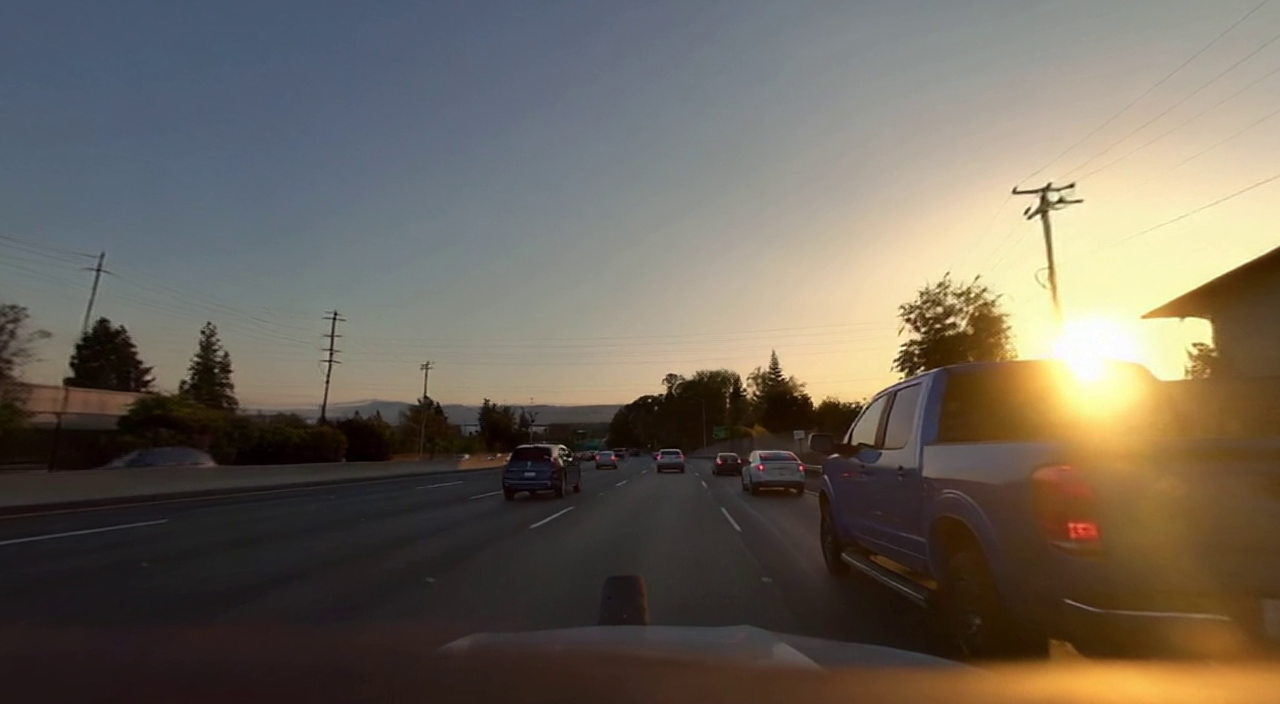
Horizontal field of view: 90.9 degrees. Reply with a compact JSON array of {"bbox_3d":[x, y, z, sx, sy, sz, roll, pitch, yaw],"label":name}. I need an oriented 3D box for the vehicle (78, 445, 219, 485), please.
[{"bbox_3d":[-22.645,5.199,29.405,2.102,1.652,5.303,-1,-8,3],"label":"vehicle"}]

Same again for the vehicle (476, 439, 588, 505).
[{"bbox_3d":[-3.077,3.535,19.133,2.209,1.714,4.576,-1,-8,5],"label":"vehicle"}]

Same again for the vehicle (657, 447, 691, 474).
[{"bbox_3d":[2.254,7.110,41.526,2.080,1.682,4.150,-1,-8,3],"label":"vehicle"}]

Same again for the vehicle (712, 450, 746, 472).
[{"bbox_3d":[6.469,7.966,46.242,2.072,1.456,4.537,-1,-8,3],"label":"vehicle"}]

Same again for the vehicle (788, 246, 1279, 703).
[{"bbox_3d":[3.347,1.143,5.362,3.024,2.092,6.797,-1,-8,5],"label":"vehicle"}]
